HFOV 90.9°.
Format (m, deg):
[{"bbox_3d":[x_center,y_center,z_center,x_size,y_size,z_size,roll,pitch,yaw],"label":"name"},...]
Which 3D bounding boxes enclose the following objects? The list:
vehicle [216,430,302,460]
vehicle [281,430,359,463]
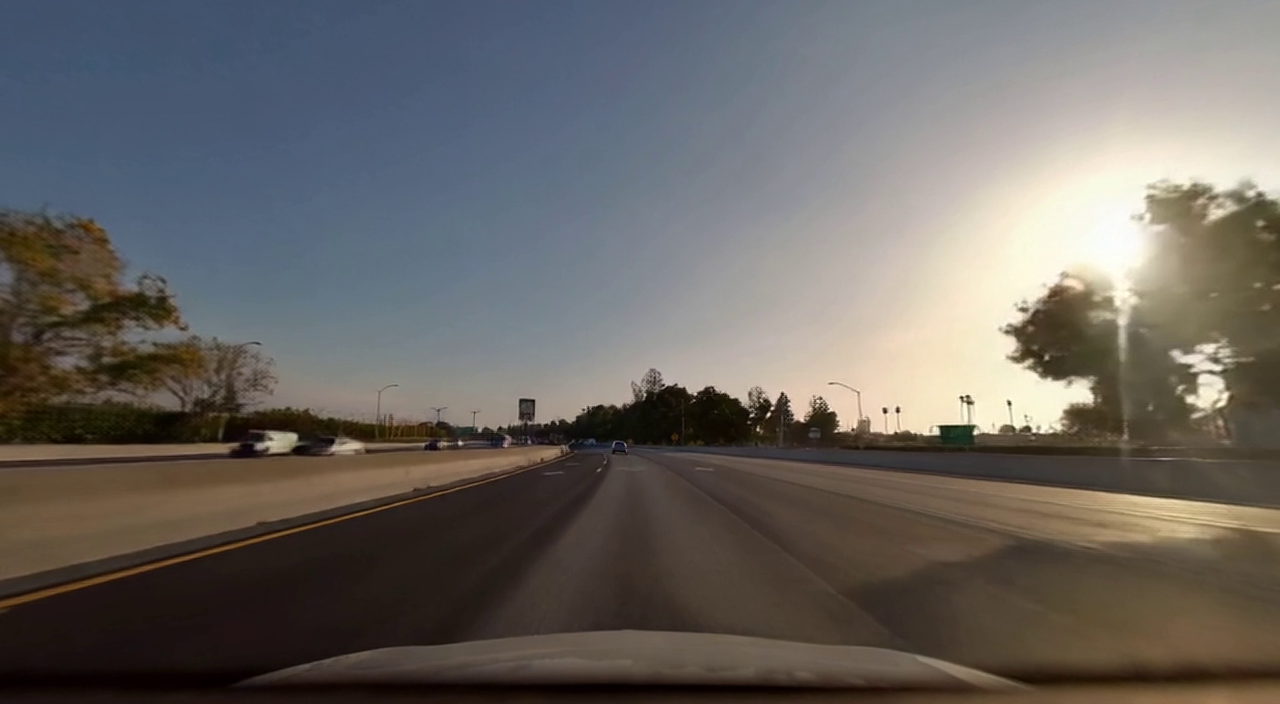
[{"bbox_3d":[-26.637,6.537,44.444,2.668,1.913,5.887,0,-8,-4],"label":"vehicle"},{"bbox_3d":[-17.462,5.199,34.663,1.933,1.660,4.631,0,-8,-1],"label":"vehicle"}]
